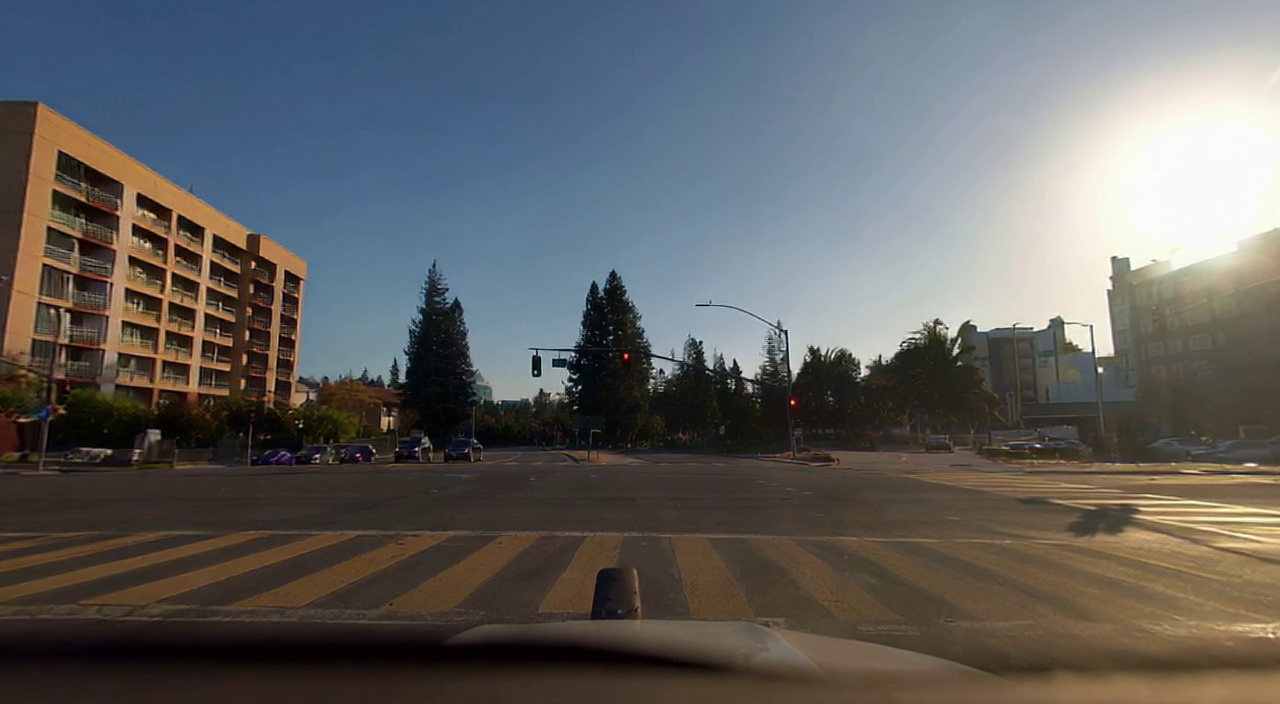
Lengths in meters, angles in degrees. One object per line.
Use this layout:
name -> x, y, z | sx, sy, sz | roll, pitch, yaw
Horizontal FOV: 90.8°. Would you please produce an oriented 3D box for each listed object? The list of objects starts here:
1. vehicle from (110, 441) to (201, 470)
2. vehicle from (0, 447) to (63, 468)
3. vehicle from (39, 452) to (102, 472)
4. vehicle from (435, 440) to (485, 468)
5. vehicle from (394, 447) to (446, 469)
vehicle -> -34.905, 7.423, 45.729 | 2.204, 1.955, 5.518 | 0, -8, 0
vehicle -> -45.255, 7.769, 46.587 | 1.858, 1.467, 3.624 | 0, -8, 0
vehicle -> -41.601, 8.021, 46.220 | 1.552, 1.339, 3.340 | -2, -9, 0
vehicle -> -11.959, 6.798, 42.319 | 2.080, 1.763, 4.341 | 0, -8, 0
vehicle -> -15.520, 7.450, 44.808 | 2.056, 1.450, 4.343 | 0, -8, 1
